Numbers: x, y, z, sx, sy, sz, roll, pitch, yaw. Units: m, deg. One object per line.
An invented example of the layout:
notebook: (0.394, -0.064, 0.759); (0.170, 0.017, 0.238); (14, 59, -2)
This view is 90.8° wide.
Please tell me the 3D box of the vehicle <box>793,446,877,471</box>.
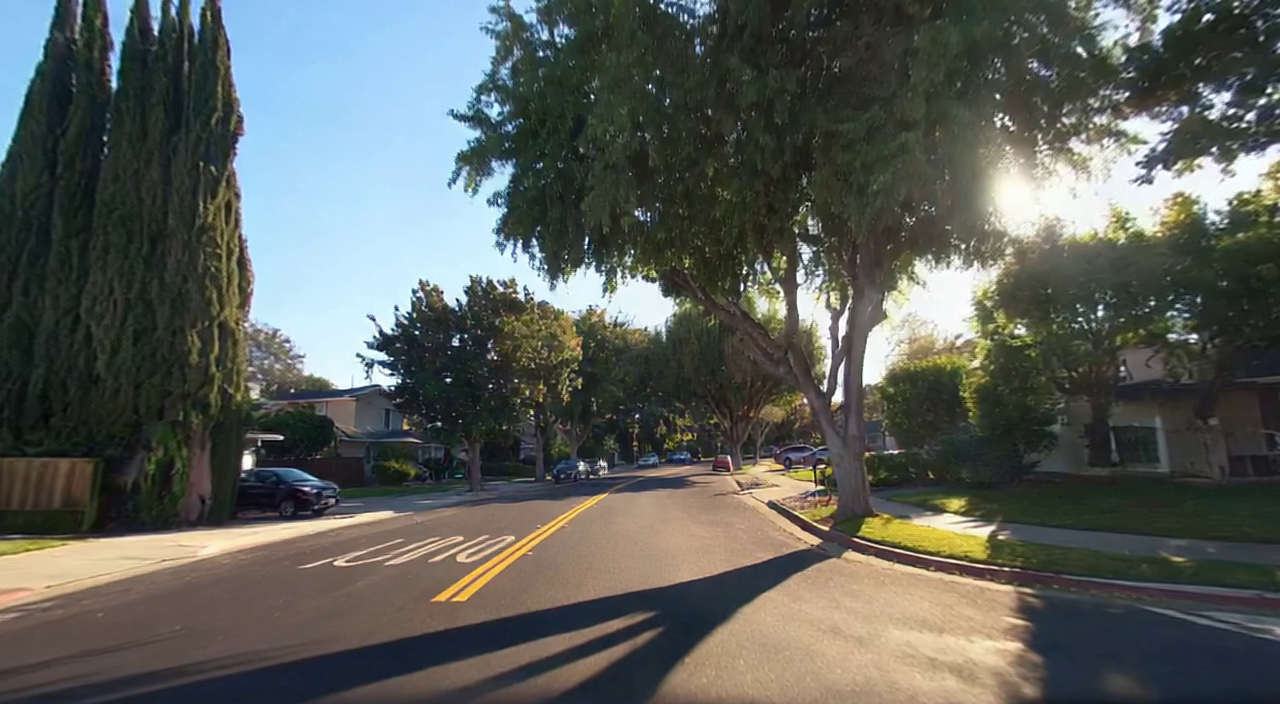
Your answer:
vehicle: (12.364, 6.756, 40.205); (4.744, 1.507, 1.953); (-1, -8, 5)

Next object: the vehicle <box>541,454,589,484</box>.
vehicle: (-4.418, 7.097, 37.924); (1.886, 1.494, 4.149); (-2, -14, 7)

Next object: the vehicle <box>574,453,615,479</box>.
vehicle: (-3.180, 8.203, 45.128); (1.972, 1.536, 4.347); (-2, -14, 8)

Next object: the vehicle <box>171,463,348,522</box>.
vehicle: (-10.574, 3.870, 17.661); (3.947, 1.442, 1.858); (-2, -9, 12)
